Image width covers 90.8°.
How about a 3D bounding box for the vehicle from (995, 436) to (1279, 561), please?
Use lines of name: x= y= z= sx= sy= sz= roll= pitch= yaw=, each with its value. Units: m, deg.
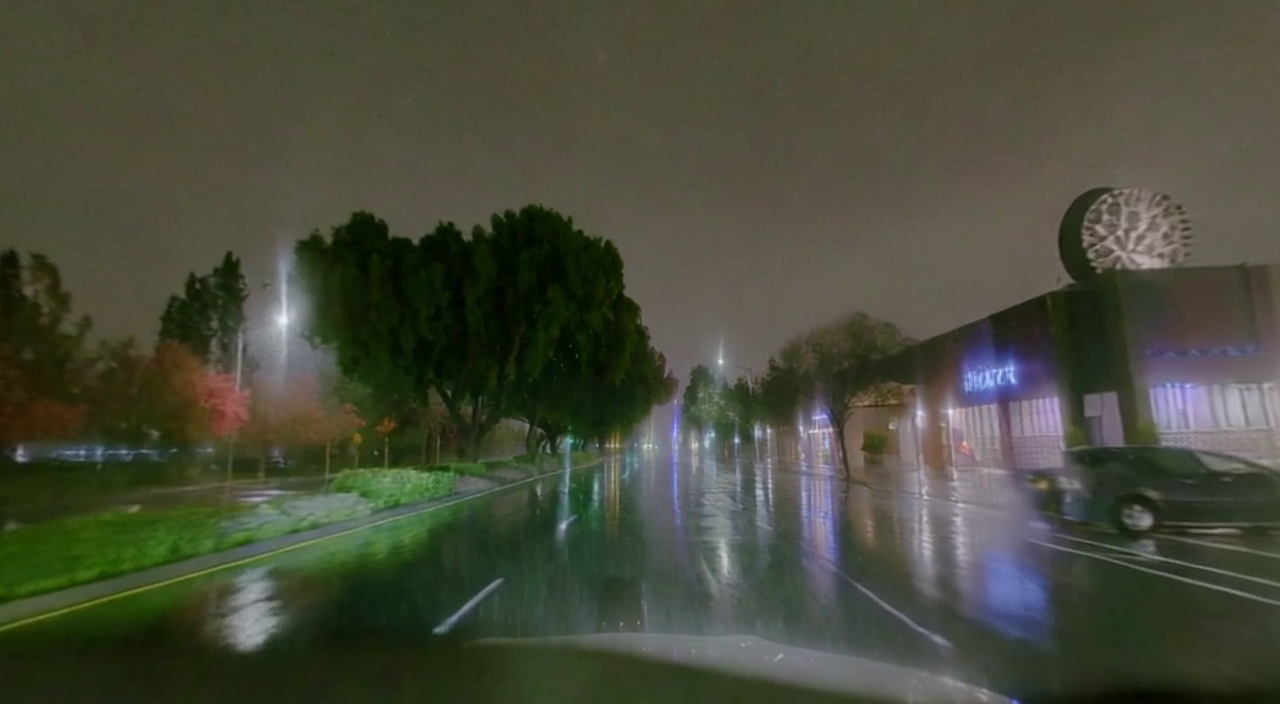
vehicle: x=7.764 y=1.943 z=8.802 sx=4.733 sy=1.499 sz=2.000 roll=-4 pitch=-9 yaw=26
